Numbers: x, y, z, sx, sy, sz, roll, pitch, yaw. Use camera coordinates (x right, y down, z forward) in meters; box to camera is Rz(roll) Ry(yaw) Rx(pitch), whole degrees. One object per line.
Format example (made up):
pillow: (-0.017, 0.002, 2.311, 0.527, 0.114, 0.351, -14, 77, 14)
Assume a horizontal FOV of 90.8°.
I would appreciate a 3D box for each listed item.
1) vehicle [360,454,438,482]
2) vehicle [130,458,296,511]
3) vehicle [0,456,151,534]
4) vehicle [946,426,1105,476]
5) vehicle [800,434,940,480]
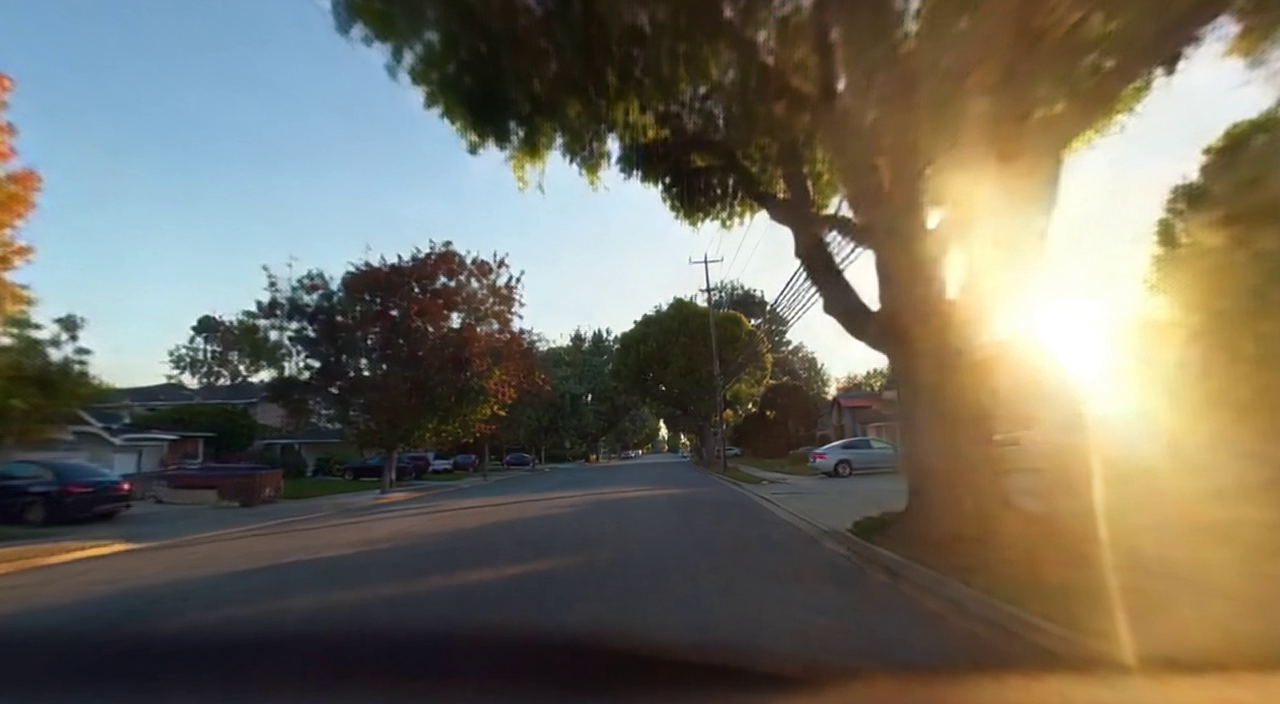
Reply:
vehicle: (-15.307, 7.367, 40.153, 4.265, 1.583, 1.913, -5, -9, 14)
vehicle: (-14.244, 4.399, 21.229, 4.260, 1.588, 1.927, -1, -9, 5)
vehicle: (-15.064, 3.455, 15.617, 4.500, 1.714, 1.924, -1, -9, 7)
vehicle: (13.026, 3.380, 21.556, 4.122, 1.610, 1.888, 0, -9, 2)
vehicle: (9.339, 4.301, 25.997, 4.952, 1.775, 2.089, 0, -9, 0)
